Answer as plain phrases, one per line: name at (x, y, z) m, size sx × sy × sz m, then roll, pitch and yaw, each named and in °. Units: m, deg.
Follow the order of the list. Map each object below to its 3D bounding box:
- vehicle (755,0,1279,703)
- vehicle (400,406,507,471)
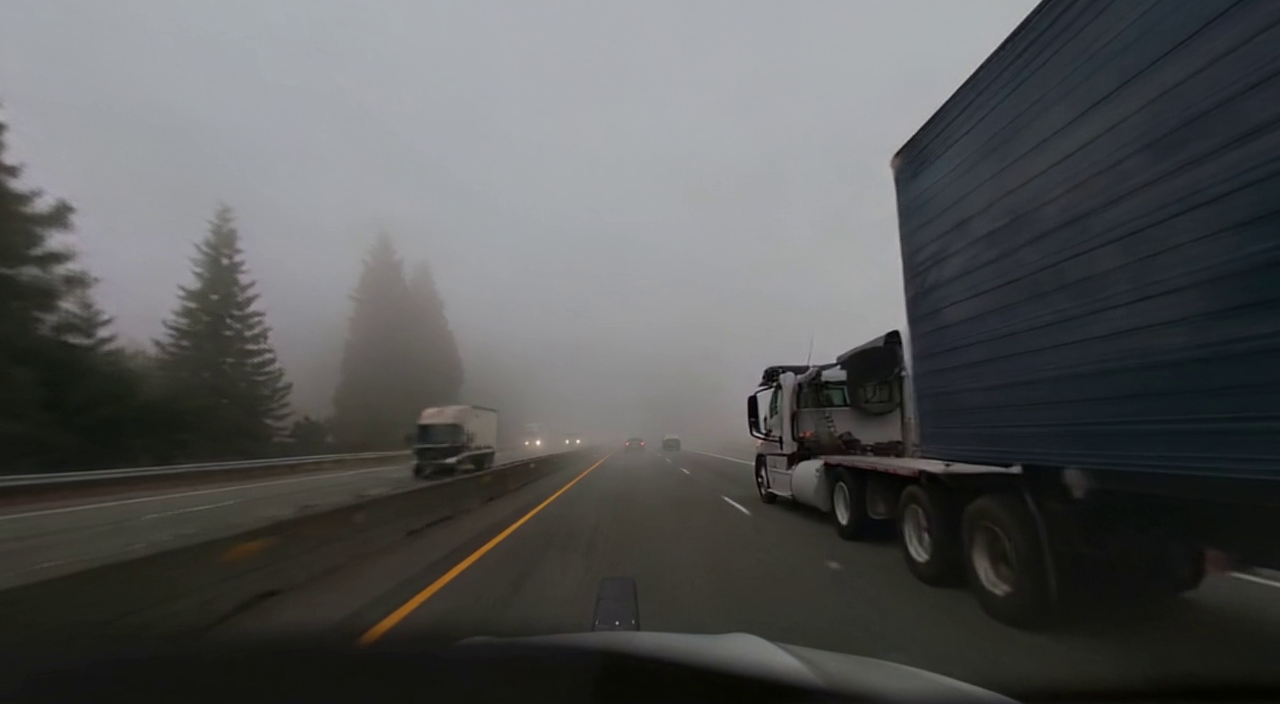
vehicle at (3.914, 0.013, 5.273) m, size 3.038 × 3.975 × 13.887 m, roll 0°, pitch -8°, yaw -1°
vehicle at (-7.882, 3.796, 27.698) m, size 2.478 × 2.469 × 7.439 m, roll 0°, pitch -8°, yaw -1°
